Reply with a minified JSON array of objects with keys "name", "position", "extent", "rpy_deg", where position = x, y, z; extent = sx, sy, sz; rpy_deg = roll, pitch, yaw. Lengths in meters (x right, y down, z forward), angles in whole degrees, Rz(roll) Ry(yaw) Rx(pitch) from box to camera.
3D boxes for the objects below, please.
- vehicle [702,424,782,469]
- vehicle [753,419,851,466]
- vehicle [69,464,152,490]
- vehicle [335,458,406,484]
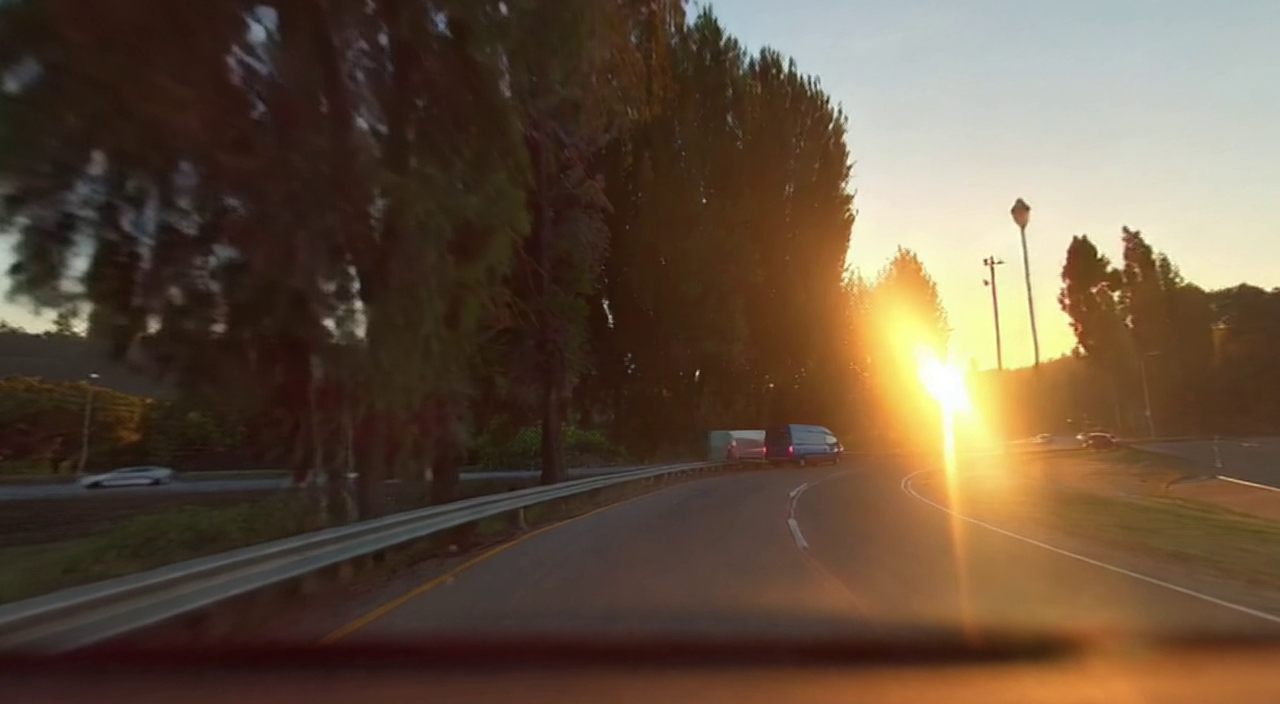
[{"name":"vehicle","position":[6.485,5.961,39.902],"extent":[4.784,2.535,2.203],"rpy_deg":[3,-10,-38]},{"name":"vehicle","position":[11.245,6.221,43.476],"extent":[7.155,2.942,2.420],"rpy_deg":[6,-10,-36]},{"name":"vehicle","position":[-33.146,7.802,39.571],"extent":[3.769,1.375,1.608],"rpy_deg":[5,-10,-34]},{"name":"vehicle","position":[-17.727,7.815,41.552],"extent":[3.983,1.518,1.730],"rpy_deg":[6,-10,-35]}]
